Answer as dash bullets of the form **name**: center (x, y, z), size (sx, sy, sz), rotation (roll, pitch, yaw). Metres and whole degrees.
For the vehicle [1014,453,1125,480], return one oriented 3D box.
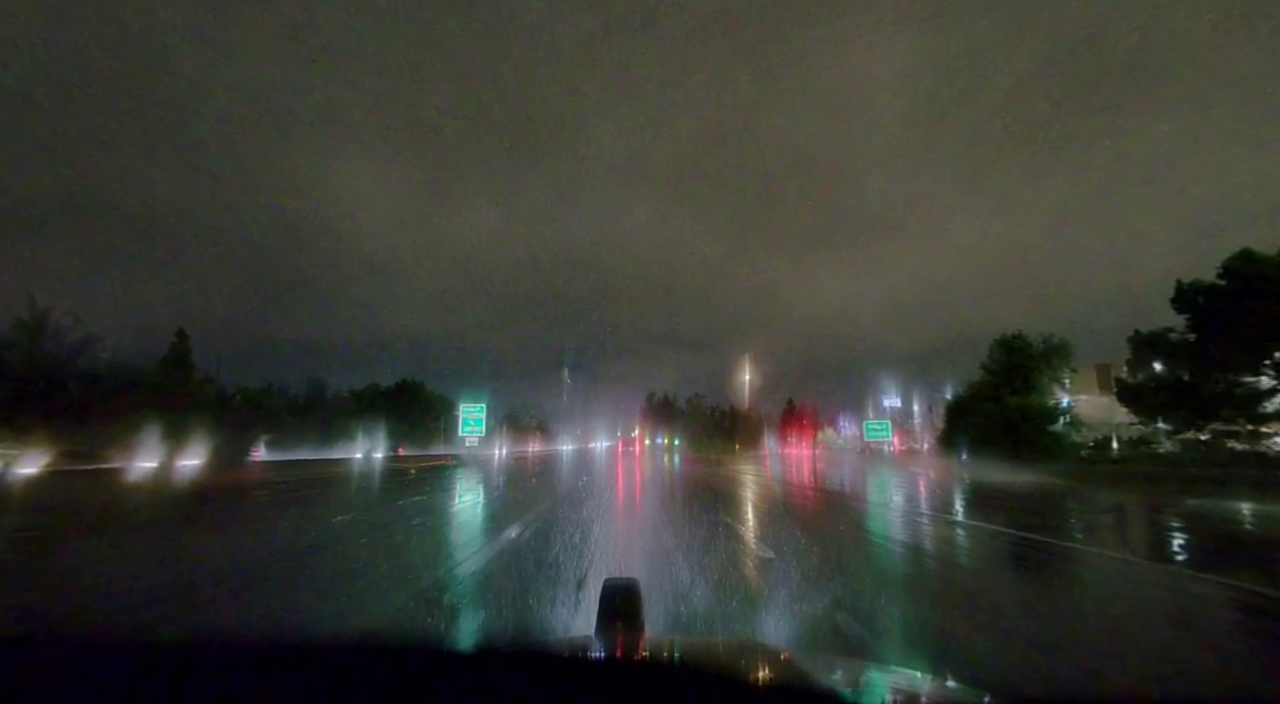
- **vehicle**: center (24.381, 6.490, 36.052), size (4.687, 1.456, 2.075), rotation (-1, -9, 8)

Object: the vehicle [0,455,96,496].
- **vehicle**: center (-25.116, 4.977, 25.788), size (1.821, 1.469, 4.441), rotation (0, -9, 1)

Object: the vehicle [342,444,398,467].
- **vehicle**: center (-21.232, 8.166, 49.889), size (2.201, 1.708, 4.988), rotation (0, -9, 0)

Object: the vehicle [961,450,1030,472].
- **vehicle**: center (24.468, 7.495, 43.550), size (3.596, 1.434, 1.782), rotation (-1, -9, 5)

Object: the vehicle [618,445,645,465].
- **vehicle**: center (-0.688, 7.847, 48.381), size (2.025, 1.460, 4.189), rotation (0, -9, -2)

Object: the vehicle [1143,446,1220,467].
- **vehicle**: center (41.780, 8.044, 48.798), size (1.871, 1.530, 4.021), rotation (5, -10, -30)

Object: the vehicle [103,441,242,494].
- **vehicle**: center (-17.261, 4.227, 23.649), size (1.921, 1.749, 4.305), rotation (0, -8, -1)

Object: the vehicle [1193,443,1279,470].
- **vehicle**: center (39.695, 6.876, 41.708), size (1.934, 1.572, 4.262), rotation (7, -9, -28)
